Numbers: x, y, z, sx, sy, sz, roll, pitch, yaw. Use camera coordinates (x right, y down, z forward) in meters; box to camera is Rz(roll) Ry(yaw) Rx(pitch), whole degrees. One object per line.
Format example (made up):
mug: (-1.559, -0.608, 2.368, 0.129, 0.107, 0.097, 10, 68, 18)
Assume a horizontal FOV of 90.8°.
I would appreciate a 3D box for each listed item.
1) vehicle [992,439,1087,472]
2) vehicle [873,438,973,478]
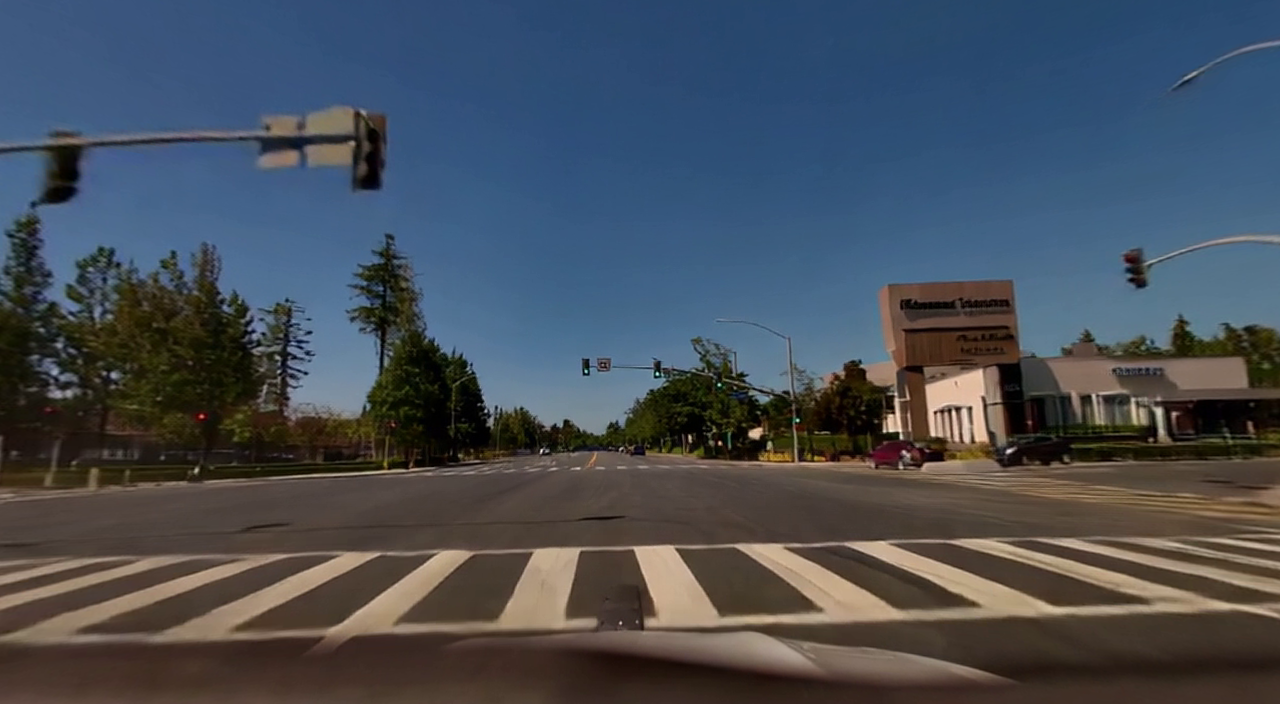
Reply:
vehicle: (19.364, 5.012, 30.601, 3.942, 1.505, 1.848, 4, -9, -23)
vehicle: (12.737, 4.753, 28.443, 3.780, 1.496, 1.867, 0, -8, -22)
